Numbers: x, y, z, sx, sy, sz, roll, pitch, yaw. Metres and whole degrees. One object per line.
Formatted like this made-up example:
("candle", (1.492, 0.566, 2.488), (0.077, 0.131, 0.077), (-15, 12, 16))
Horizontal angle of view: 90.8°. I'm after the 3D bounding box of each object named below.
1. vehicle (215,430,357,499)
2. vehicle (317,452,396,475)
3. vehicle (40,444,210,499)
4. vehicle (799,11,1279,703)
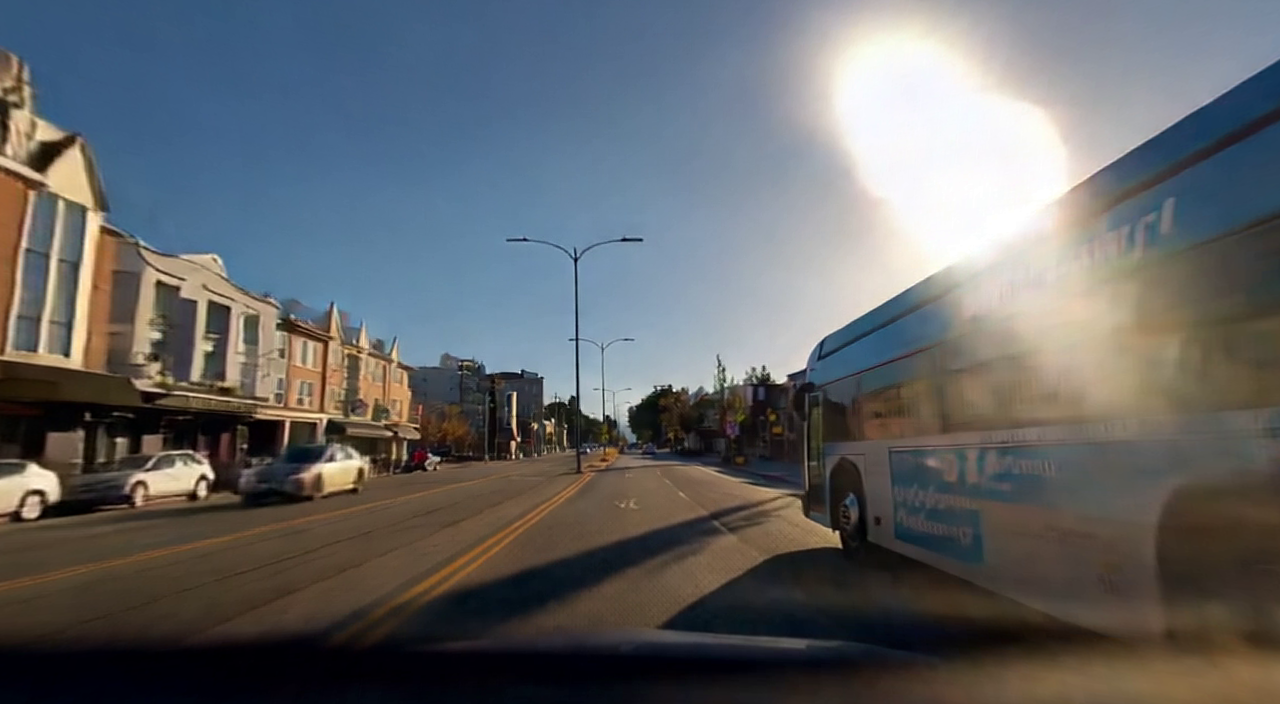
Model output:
("vehicle", (-11.568, 3.679, 21.137), (2.084, 2.027, 4.557), (0, -8, 0))
("vehicle", (-19.601, 7.715, 43.793), (4.522, 1.469, 1.840), (1, -8, -4))
("vehicle", (-18.127, 4.191, 22.397), (4.392, 1.800, 1.902), (-1, -8, 4))
("vehicle", (4.453, 0.423, 4.669), (3.194, 3.345, 12.428), (0, -8, -1))
